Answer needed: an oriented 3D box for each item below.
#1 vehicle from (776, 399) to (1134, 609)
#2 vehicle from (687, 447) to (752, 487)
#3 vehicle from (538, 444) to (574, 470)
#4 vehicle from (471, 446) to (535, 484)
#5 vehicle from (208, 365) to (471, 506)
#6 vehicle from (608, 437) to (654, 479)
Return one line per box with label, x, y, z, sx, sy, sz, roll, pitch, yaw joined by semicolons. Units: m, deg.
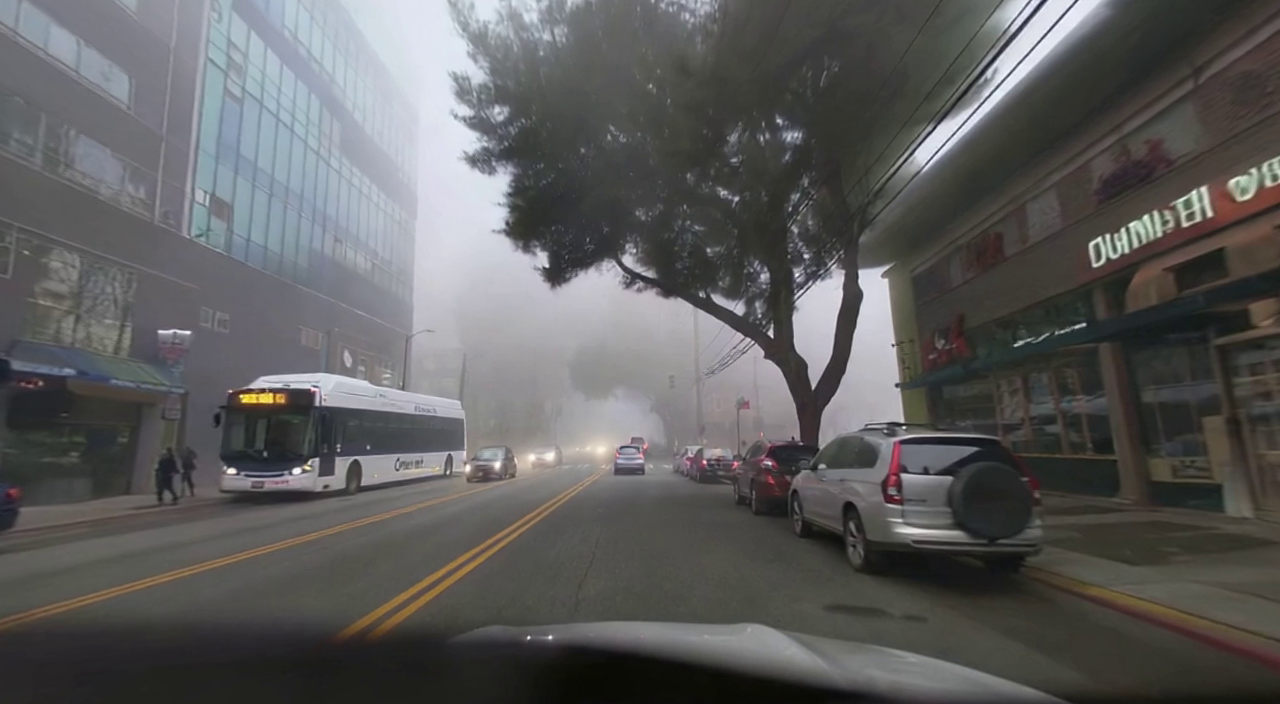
vehicle;3.125;1.601;7.584;1.998;1.746;4.443;0;-9;0
vehicle;3.108;4.591;25.647;2.018;1.474;4.524;0;-8;0
vehicle;-5.970;7.493;45.467;2.050;1.763;4.119;0;-8;-1
vehicle;-6.150;5.100;28.786;1.954;1.581;4.197;0;-8;0
vehicle;-9.567;3.161;23.062;3.022;3.627;13.129;-1;-9;1
vehicle;-0.392;5.203;31.313;2.127;1.893;4.194;0;-8;1
